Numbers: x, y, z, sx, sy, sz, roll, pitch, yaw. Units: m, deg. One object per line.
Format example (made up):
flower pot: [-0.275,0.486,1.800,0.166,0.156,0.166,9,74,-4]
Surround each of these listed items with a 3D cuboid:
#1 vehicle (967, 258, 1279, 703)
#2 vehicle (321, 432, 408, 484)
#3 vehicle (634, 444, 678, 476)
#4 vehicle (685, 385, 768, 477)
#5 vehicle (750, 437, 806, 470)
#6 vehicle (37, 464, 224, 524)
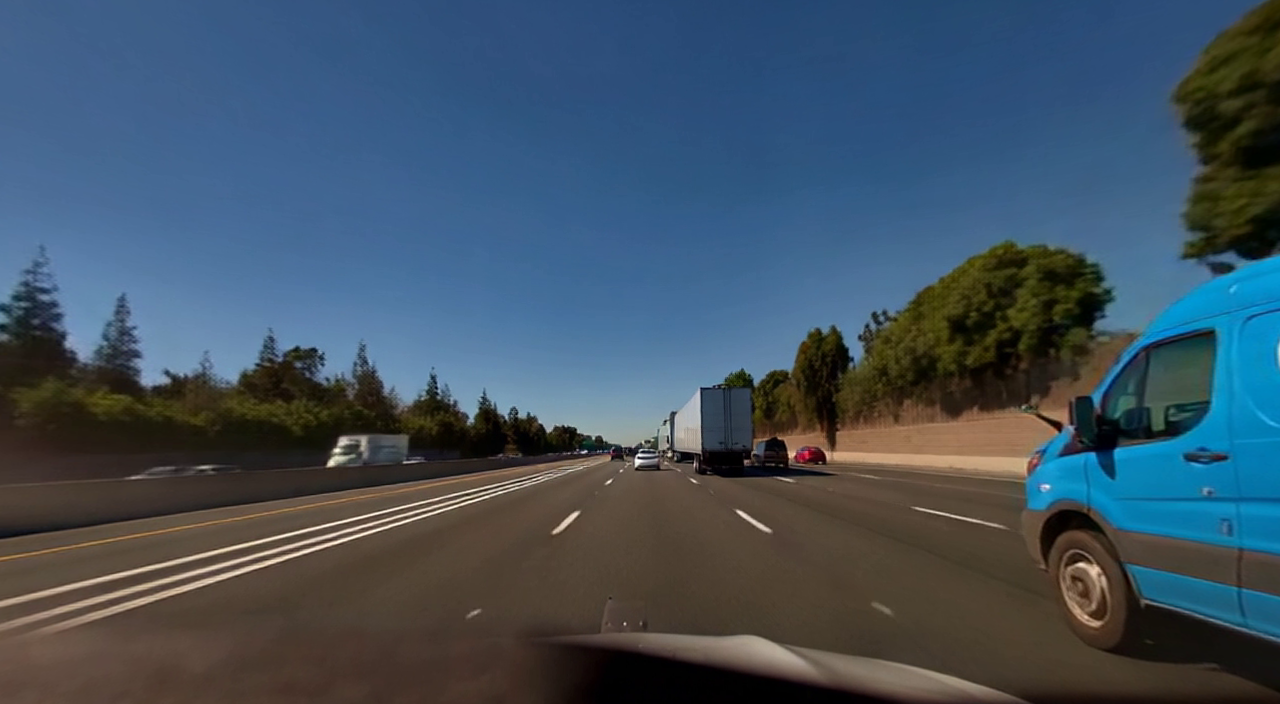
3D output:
vehicle: [3.770,0.546,1.890,2.441,2.017,5.739,0,-9,0]
vehicle: [-19.173,7.409,44.442,2.785,3.296,6.892,0,-9,1]
vehicle: [0.728,5.434,31.898,2.063,1.469,4.208,0,-9,0]
vehicle: [4.330,4.489,34.611,2.821,4.077,12.562,0,-9,0]
vehicle: [7.860,5.844,36.365,2.144,1.769,4.540,0,-9,-1]
vehicle: [-15.557,4.332,19.703,1.865,1.500,4.707,0,-9,1]
